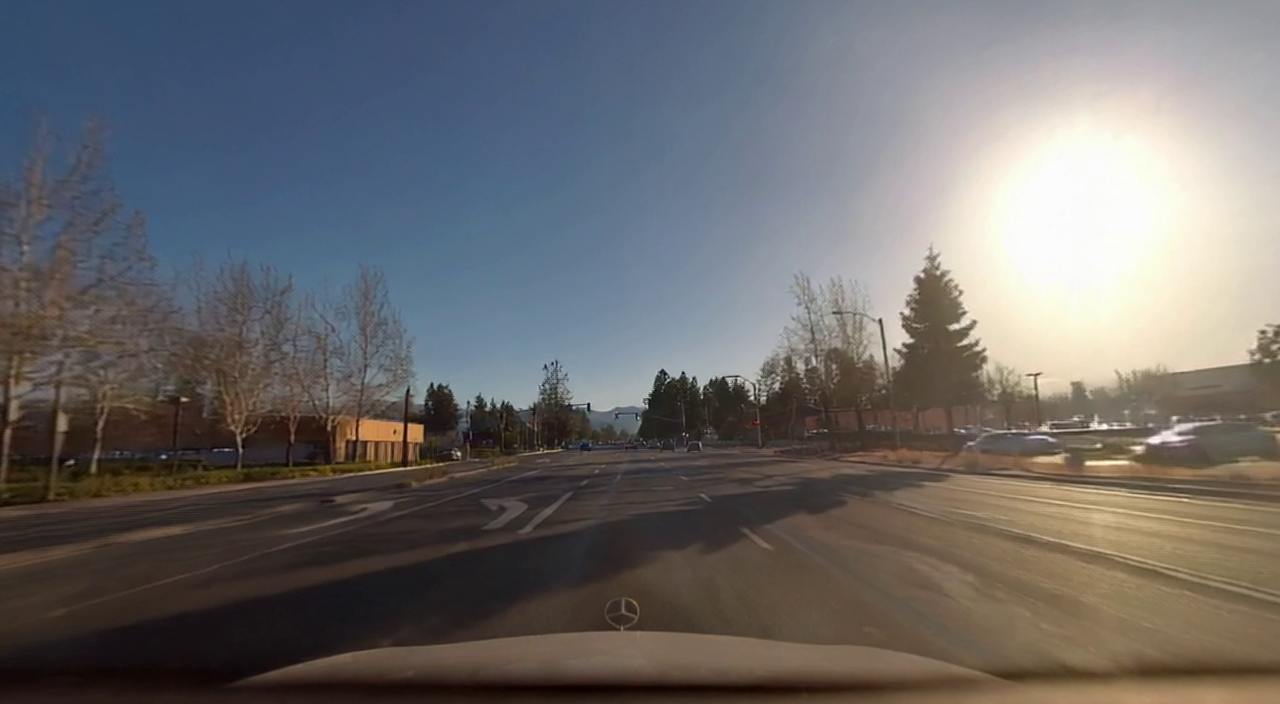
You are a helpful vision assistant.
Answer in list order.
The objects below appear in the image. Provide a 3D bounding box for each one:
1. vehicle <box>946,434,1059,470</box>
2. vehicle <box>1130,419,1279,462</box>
[{"bbox_3d":[18.110,4.999,31.712,4.427,1.747,2.024,0,-9,-2],"label":"vehicle"},{"bbox_3d":[25.819,4.052,28.905,4.893,1.873,2.191,0,-8,-1],"label":"vehicle"}]
